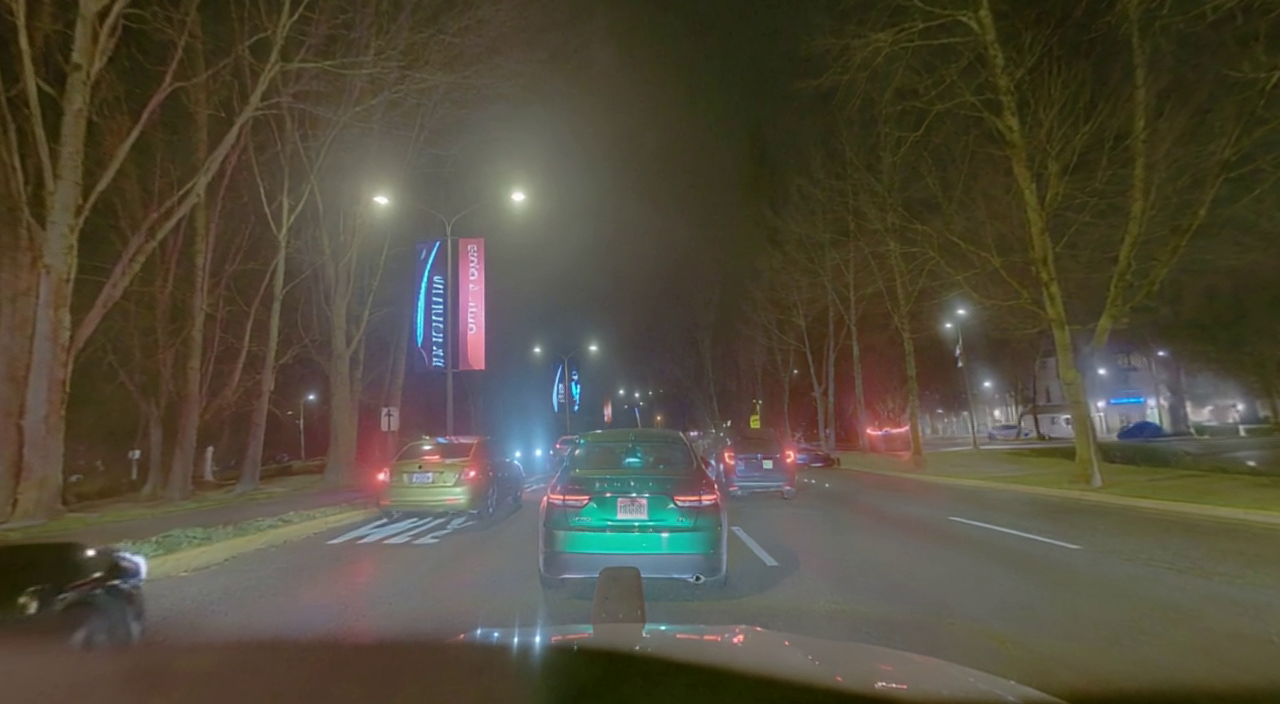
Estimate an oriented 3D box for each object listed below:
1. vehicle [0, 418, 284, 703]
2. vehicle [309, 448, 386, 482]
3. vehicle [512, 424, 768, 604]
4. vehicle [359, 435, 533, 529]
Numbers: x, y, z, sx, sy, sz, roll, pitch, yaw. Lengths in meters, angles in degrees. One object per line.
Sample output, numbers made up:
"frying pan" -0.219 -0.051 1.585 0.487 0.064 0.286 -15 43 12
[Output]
"vehicle" -3.330 0.901 1.864 1.952 1.431 4.383 0 -8 1
"vehicle" -16.324 6.310 35.555 2.221 1.732 4.426 0 -8 -1
"vehicle" -0.054 1.640 7.304 2.126 1.475 3.967 0 -8 -2
"vehicle" -3.484 2.413 12.392 1.961 1.487 4.453 0 -8 1
